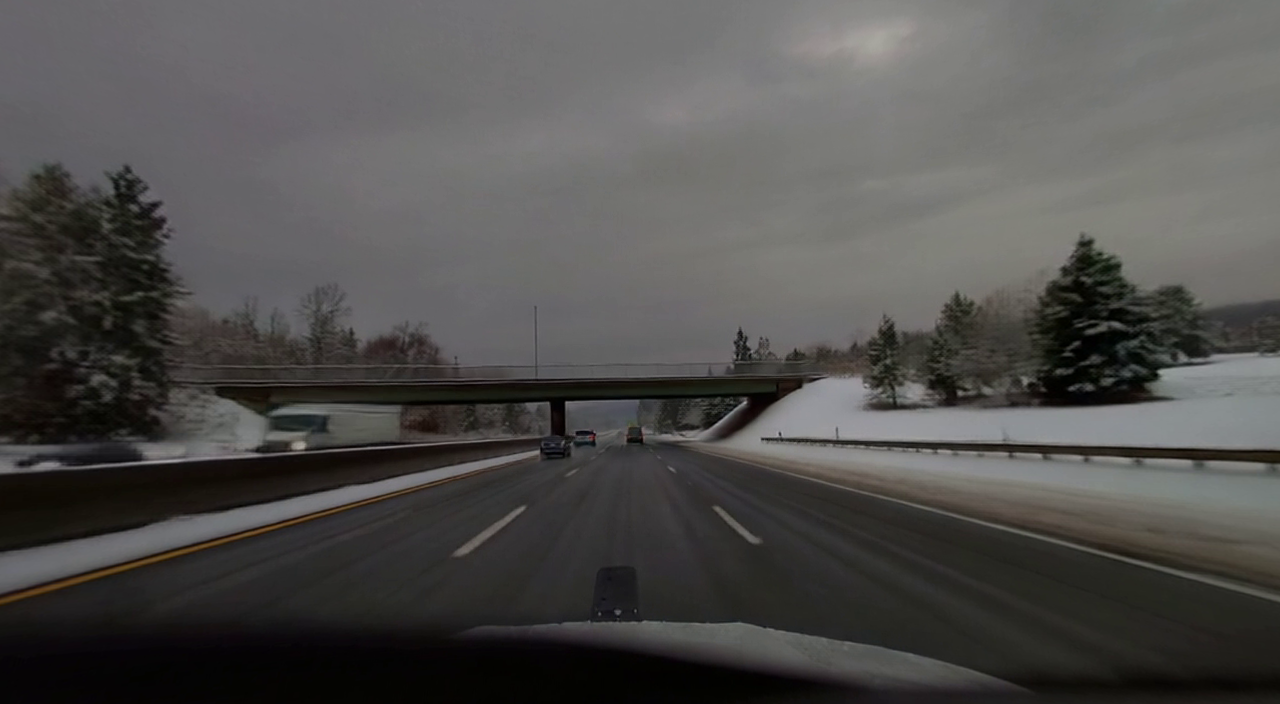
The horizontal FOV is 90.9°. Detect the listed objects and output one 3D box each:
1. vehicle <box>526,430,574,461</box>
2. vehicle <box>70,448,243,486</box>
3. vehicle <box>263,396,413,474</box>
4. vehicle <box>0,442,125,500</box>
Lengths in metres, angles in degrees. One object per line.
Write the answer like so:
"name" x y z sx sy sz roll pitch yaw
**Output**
"vehicle" -4.597 4.805 32.641 1.933 1.473 4.023 0 -8 -1
"vehicle" -17.624 4.214 23.467 2.187 1.138 5.521 0 -8 -1
"vehicle" -13.372 3.805 28.916 2.867 3.047 8.034 0 -8 0
"vehicle" -17.452 3.320 18.021 1.752 1.452 4.406 0 -8 -1
